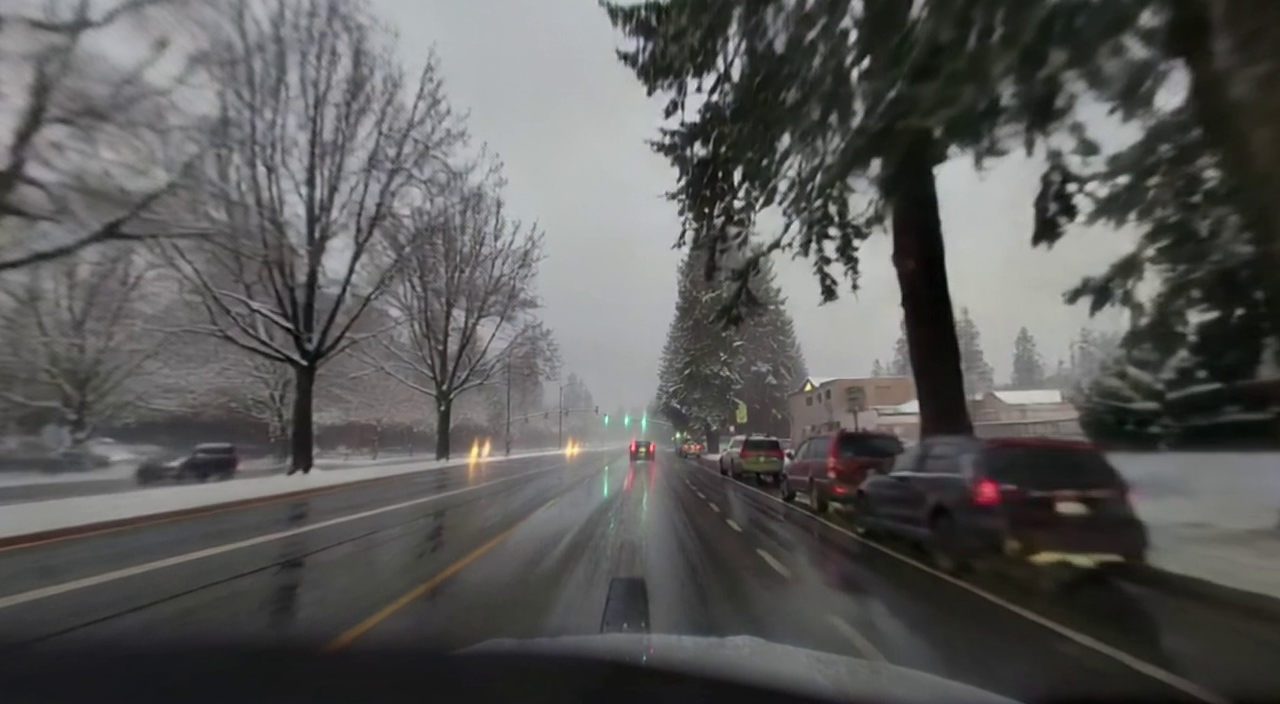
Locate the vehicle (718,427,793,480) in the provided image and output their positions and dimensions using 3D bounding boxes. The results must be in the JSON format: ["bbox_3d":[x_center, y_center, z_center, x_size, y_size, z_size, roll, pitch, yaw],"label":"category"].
[{"bbox_3d":[4.280,3.855,24.057,2.109,1.838,4.204,0,-9,1],"label":"vehicle"}]

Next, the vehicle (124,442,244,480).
[{"bbox_3d":[-21.050,5.025,29.388,2.238,1.645,4.418,0,-9,1],"label":"vehicle"}]

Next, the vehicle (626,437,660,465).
[{"bbox_3d":[0.232,6.620,42.171,2.169,1.751,4.276,0,-8,1],"label":"vehicle"}]

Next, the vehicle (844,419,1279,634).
[{"bbox_3d":[4.088,1.594,6.951,2.035,1.500,4.912,0,-8,0],"label":"vehicle"}]
